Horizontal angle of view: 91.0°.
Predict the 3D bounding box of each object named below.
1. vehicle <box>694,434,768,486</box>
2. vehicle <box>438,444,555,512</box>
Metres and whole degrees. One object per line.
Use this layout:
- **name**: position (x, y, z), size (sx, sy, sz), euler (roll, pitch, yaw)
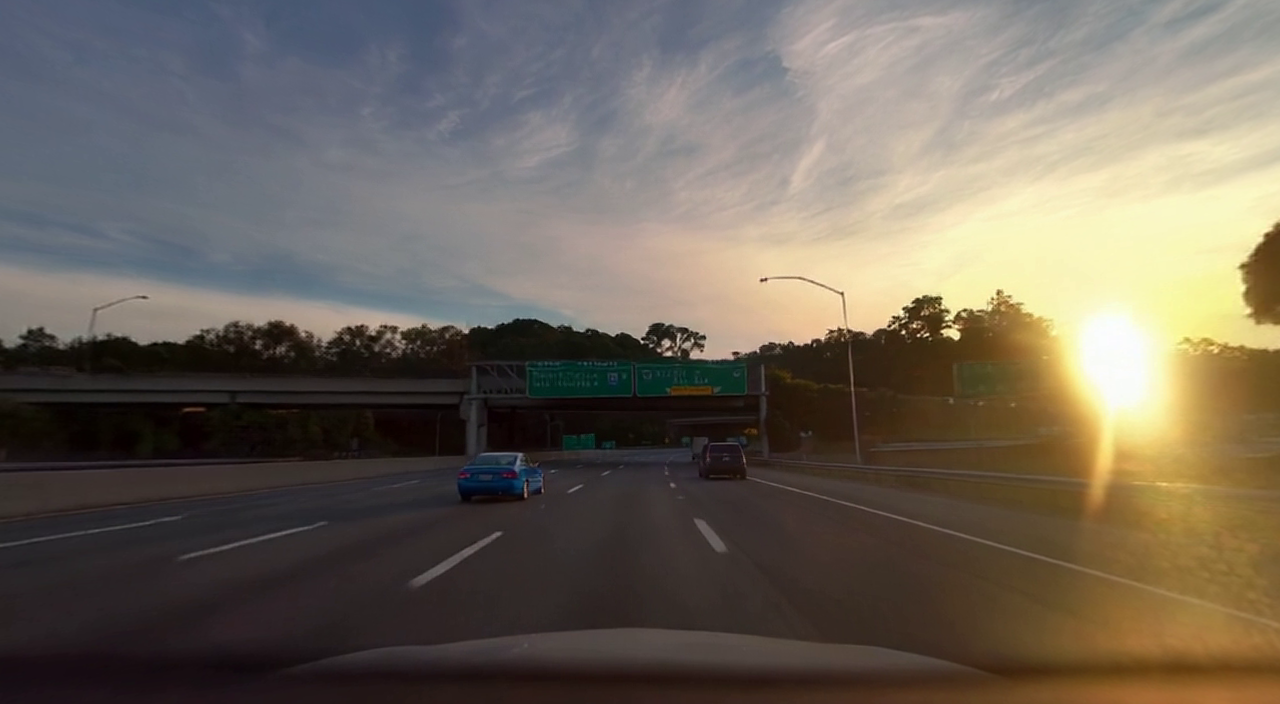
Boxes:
- **vehicle**: position (3.445, 4.188, 24.705), size (2.225, 1.833, 4.340), euler (0, -9, 0)
- **vehicle**: position (-3.506, 3.146, 16.298), size (1.937, 1.490, 4.372), euler (0, -9, 1)
